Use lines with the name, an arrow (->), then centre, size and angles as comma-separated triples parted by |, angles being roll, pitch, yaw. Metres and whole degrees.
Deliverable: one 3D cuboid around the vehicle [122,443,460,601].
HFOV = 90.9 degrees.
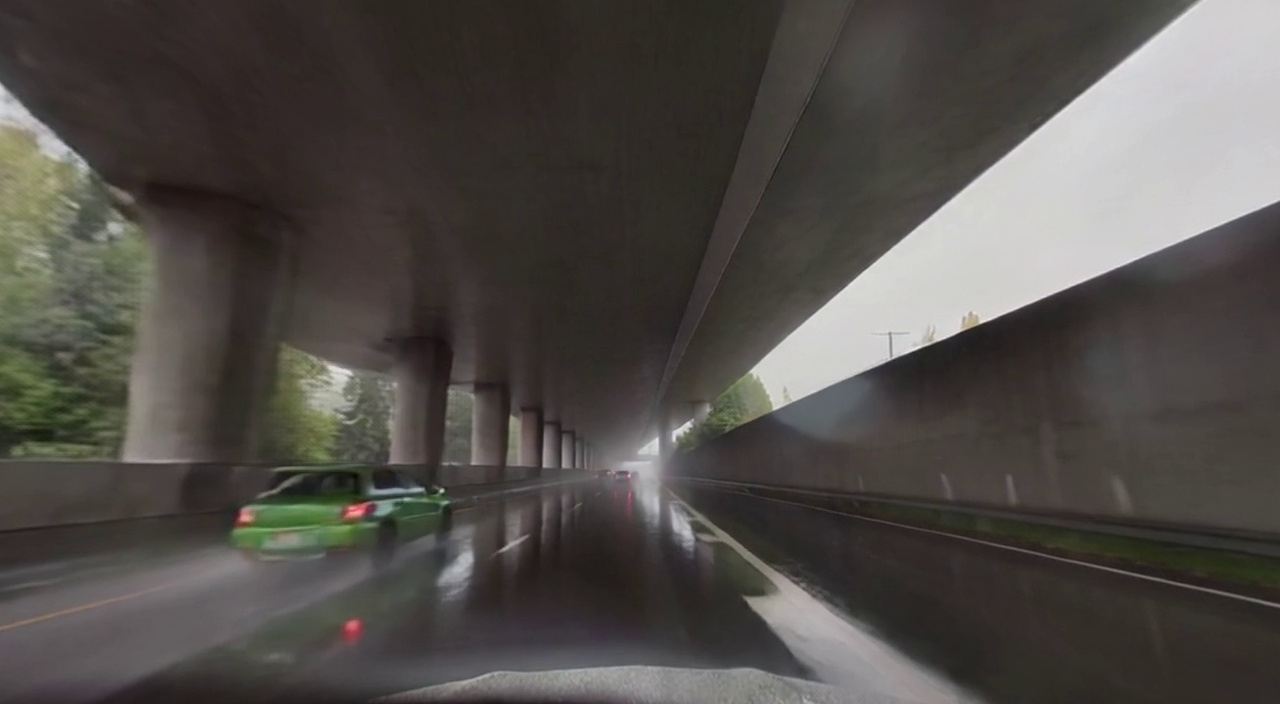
vehicle -> -3.938, 2.006, 8.132 | 2.006, 1.469, 4.050 | 1, -10, 0
